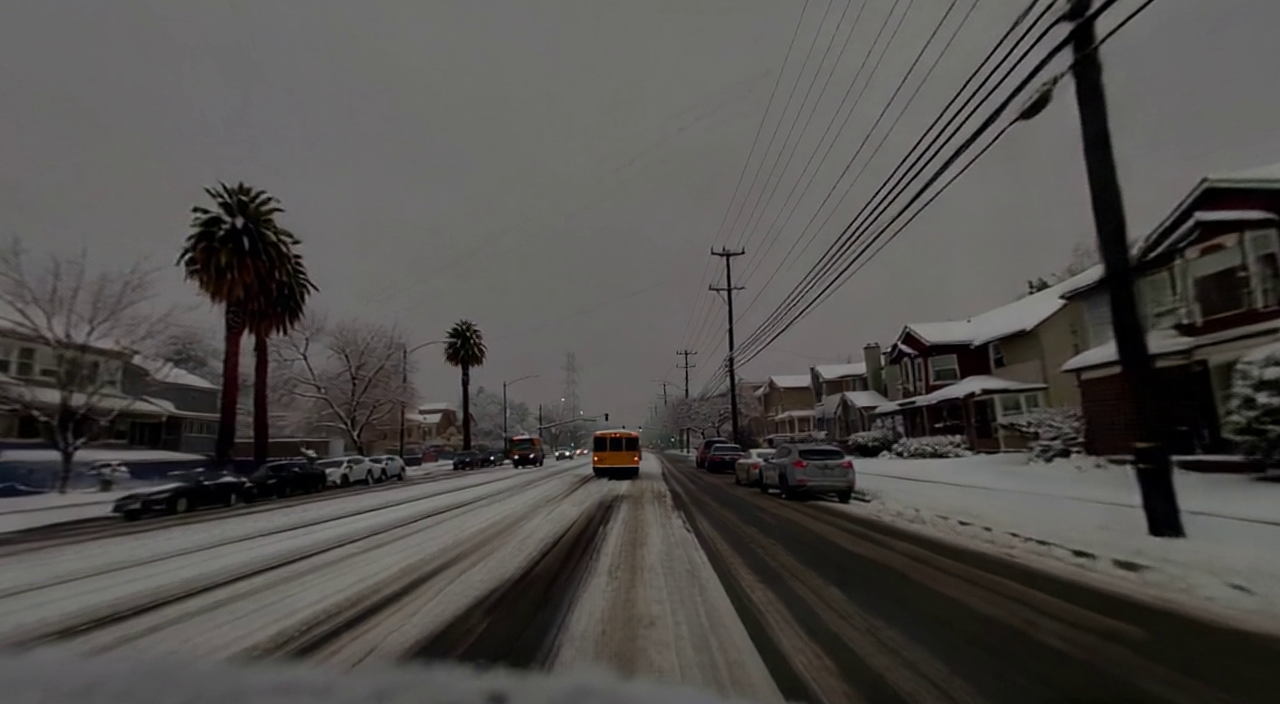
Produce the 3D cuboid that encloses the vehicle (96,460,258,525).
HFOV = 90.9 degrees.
[{"bbox_3d":[-13.127,3.962,18.202,1.841,1.356,3.938,-6,-8,-2],"label":"vehicle"}]

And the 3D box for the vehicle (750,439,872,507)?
[{"bbox_3d":[4.275,3.076,16.546,1.946,1.530,4.240,0,-9,-1],"label":"vehicle"}]

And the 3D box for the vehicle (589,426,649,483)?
[{"bbox_3d":[-0.909,4.080,25.236,2.168,2.040,4.527,0,-9,-3],"label":"vehicle"}]

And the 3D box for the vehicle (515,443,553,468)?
[{"bbox_3d":[-7.978,7.816,47.921,2.096,1.798,4.831,0,-9,0],"label":"vehicle"}]

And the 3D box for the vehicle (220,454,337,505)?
[{"bbox_3d":[-13.638,4.788,24.168,1.979,1.509,4.763,-3,-7,-4],"label":"vehicle"}]

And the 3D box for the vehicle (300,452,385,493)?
[{"bbox_3d":[-14.112,5.691,30.215,2.041,1.643,4.665,-3,-9,-3],"label":"vehicle"}]
